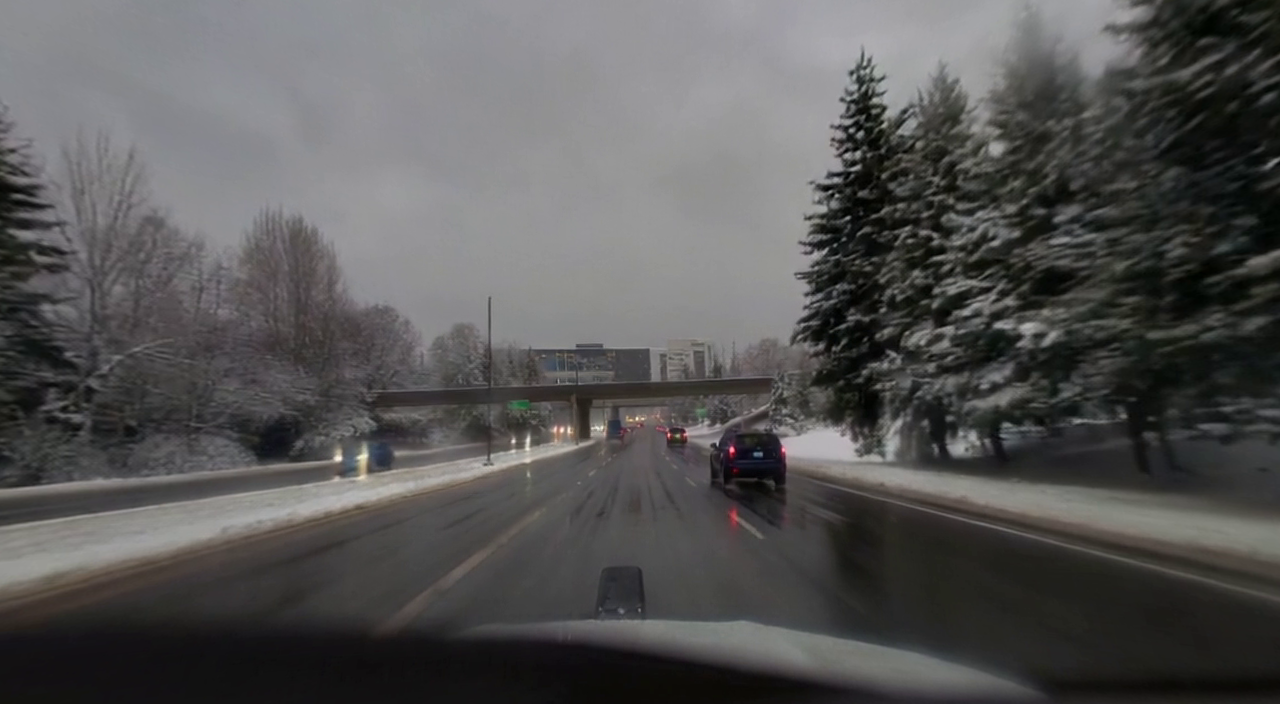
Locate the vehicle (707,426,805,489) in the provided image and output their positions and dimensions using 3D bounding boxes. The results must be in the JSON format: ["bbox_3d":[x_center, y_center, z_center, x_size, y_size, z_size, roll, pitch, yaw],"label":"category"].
[{"bbox_3d":[3.417,3.228,19.509,2.110,1.712,4.489,0,-9,0],"label":"vehicle"}]

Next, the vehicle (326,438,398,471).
[{"bbox_3d":[-15.799,5.844,36.066,1.958,1.725,4.539,0,-9,1],"label":"vehicle"}]
